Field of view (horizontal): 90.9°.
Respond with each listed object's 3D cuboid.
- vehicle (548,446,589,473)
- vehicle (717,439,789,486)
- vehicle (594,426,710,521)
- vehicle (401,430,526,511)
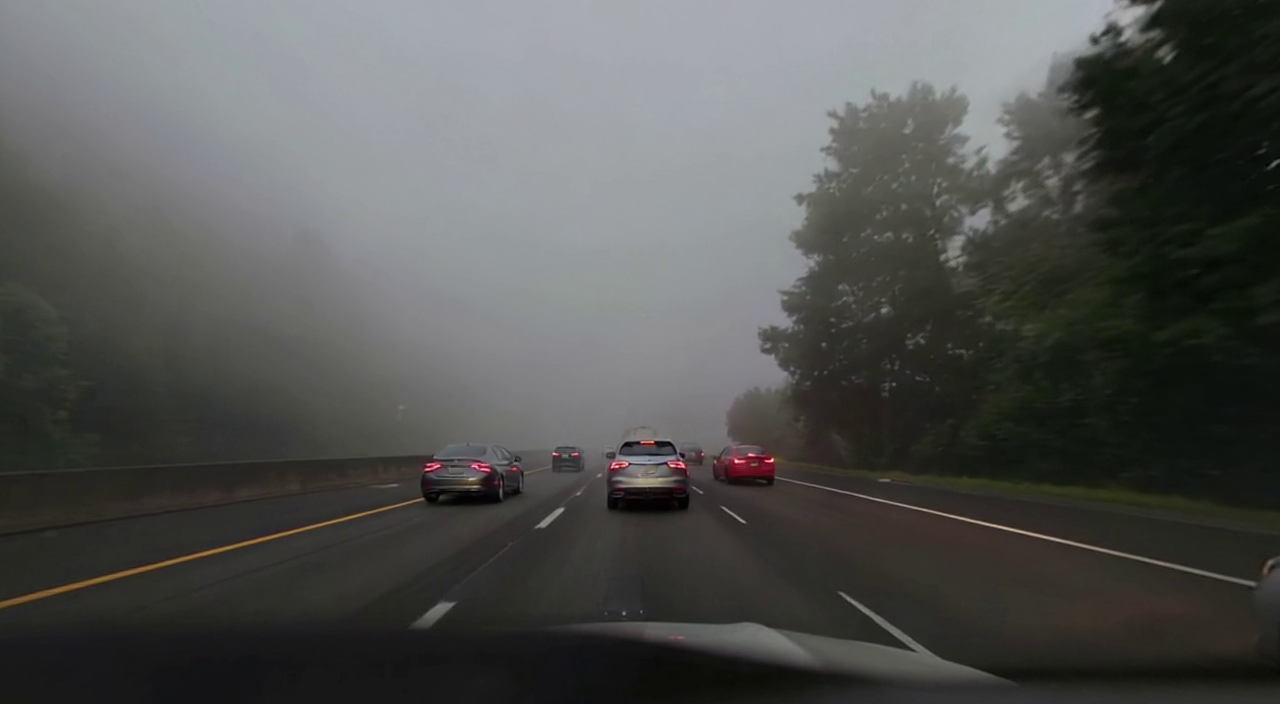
[{"bbox_3d":[-4.094,6.228,36.779,1.910,1.468,3.781,0,-9,1],"label":"vehicle"},{"bbox_3d":[4.097,4.056,23.409,1.905,1.590,3.746,0,-9,-1],"label":"vehicle"},{"bbox_3d":[0.211,2.506,13.365,2.093,1.695,3.782,0,-9,0],"label":"vehicle"},{"bbox_3d":[-4.115,2.824,15.416,1.890,1.708,3.844,0,-9,0],"label":"vehicle"}]
